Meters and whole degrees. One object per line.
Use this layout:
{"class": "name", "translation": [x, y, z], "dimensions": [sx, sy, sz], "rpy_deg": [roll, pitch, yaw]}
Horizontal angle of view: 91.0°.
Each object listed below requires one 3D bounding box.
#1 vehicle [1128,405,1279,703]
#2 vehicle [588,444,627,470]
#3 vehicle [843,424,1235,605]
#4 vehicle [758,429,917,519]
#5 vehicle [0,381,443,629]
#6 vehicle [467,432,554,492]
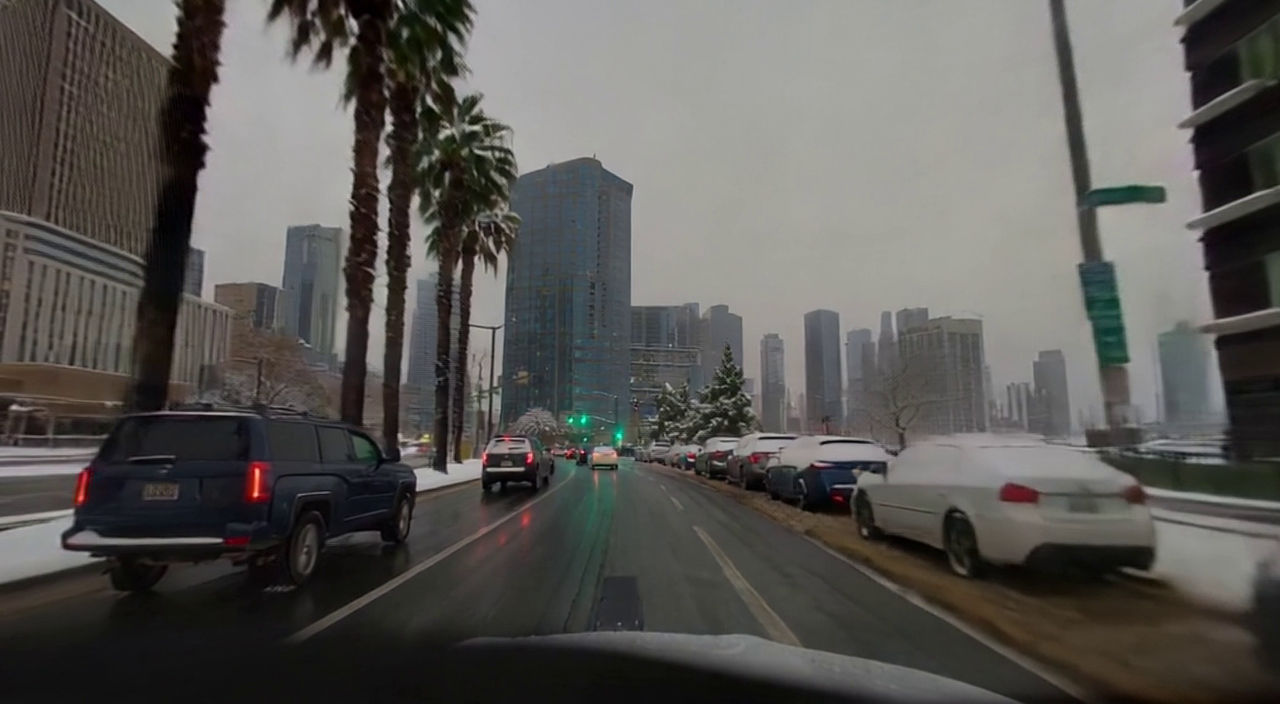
{"class": "vehicle", "translation": [4.059, 0.815, 1.647], "dimensions": [1.873, 1.511, 4.523], "rpy_deg": [0, -9, -1]}
{"class": "vehicle", "translation": [-1.956, 6.078, 36.611], "dimensions": [2.036, 1.461, 3.890], "rpy_deg": [1, -9, -7]}
{"class": "vehicle", "translation": [4.045, 1.682, 7.416], "dimensions": [1.829, 1.499, 4.109], "rpy_deg": [0, -9, -2]}
{"class": "vehicle", "translation": [3.971, 2.533, 13.563], "dimensions": [1.773, 1.584, 4.553], "rpy_deg": [1, -9, -2]}
{"class": "vehicle", "translation": [-3.725, 1.424, 6.763], "dimensions": [1.800, 1.797, 4.224], "rpy_deg": [0, -9, 0]}
{"class": "vehicle", "translation": [-4.088, 3.540, 20.619], "dimensions": [2.014, 1.740, 4.392], "rpy_deg": [0, -9, -2]}
